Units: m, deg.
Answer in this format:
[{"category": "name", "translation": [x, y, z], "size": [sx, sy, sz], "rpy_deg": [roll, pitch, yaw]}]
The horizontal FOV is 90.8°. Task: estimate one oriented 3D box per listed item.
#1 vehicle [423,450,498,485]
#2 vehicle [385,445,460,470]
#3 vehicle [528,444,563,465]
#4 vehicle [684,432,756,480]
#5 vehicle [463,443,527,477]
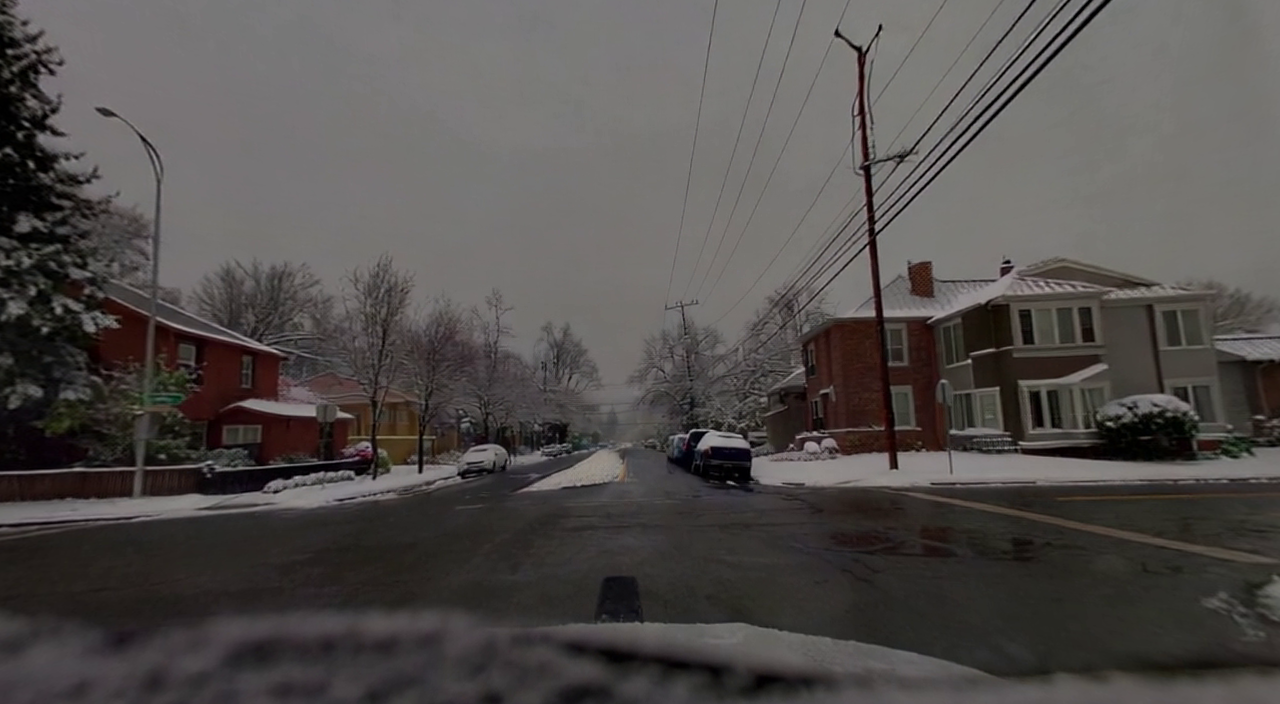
[{"category": "vehicle", "translation": [-7.268, 4.698, 26.010], "size": [1.926, 1.307, 3.909], "rpy_deg": [0, -9, 0]}, {"category": "vehicle", "translation": [-13.460, 6.558, 39.269], "size": [3.905, 1.480, 1.892], "rpy_deg": [0, -9, 0]}, {"category": "vehicle", "translation": [-7.102, 7.718, 47.861], "size": [1.914, 1.508, 4.653], "rpy_deg": [0, -8, 0]}, {"category": "vehicle", "translation": [3.018, 4.051, 24.813], "size": [2.114, 1.708, 4.474], "rpy_deg": [0, -8, -1]}, {"category": "vehicle", "translation": [-7.130, 5.371, 31.613], "size": [1.957, 1.549, 4.527], "rpy_deg": [-1, -8, 2]}]
